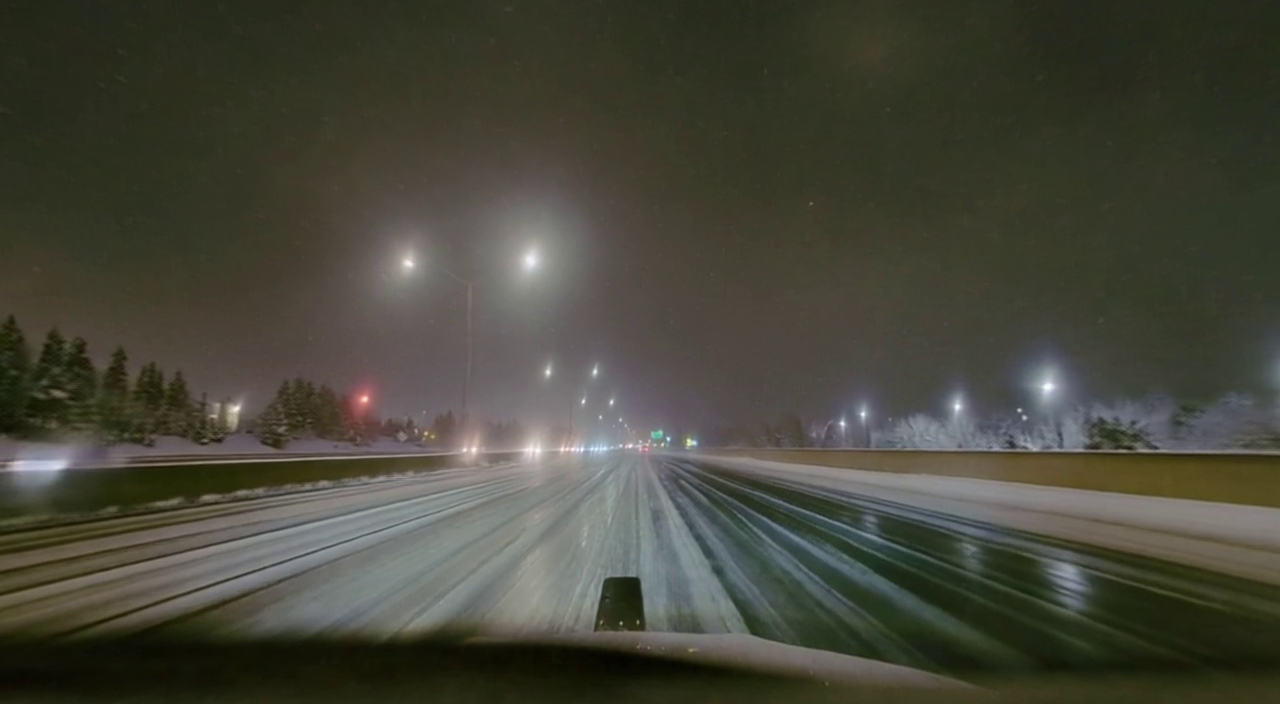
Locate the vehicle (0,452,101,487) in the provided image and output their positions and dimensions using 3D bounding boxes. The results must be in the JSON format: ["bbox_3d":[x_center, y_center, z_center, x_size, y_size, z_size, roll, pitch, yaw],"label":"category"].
[{"bbox_3d":[-28.963,5.623,30.437,1.840,1.518,4.430,0,-9,0],"label":"vehicle"}]
